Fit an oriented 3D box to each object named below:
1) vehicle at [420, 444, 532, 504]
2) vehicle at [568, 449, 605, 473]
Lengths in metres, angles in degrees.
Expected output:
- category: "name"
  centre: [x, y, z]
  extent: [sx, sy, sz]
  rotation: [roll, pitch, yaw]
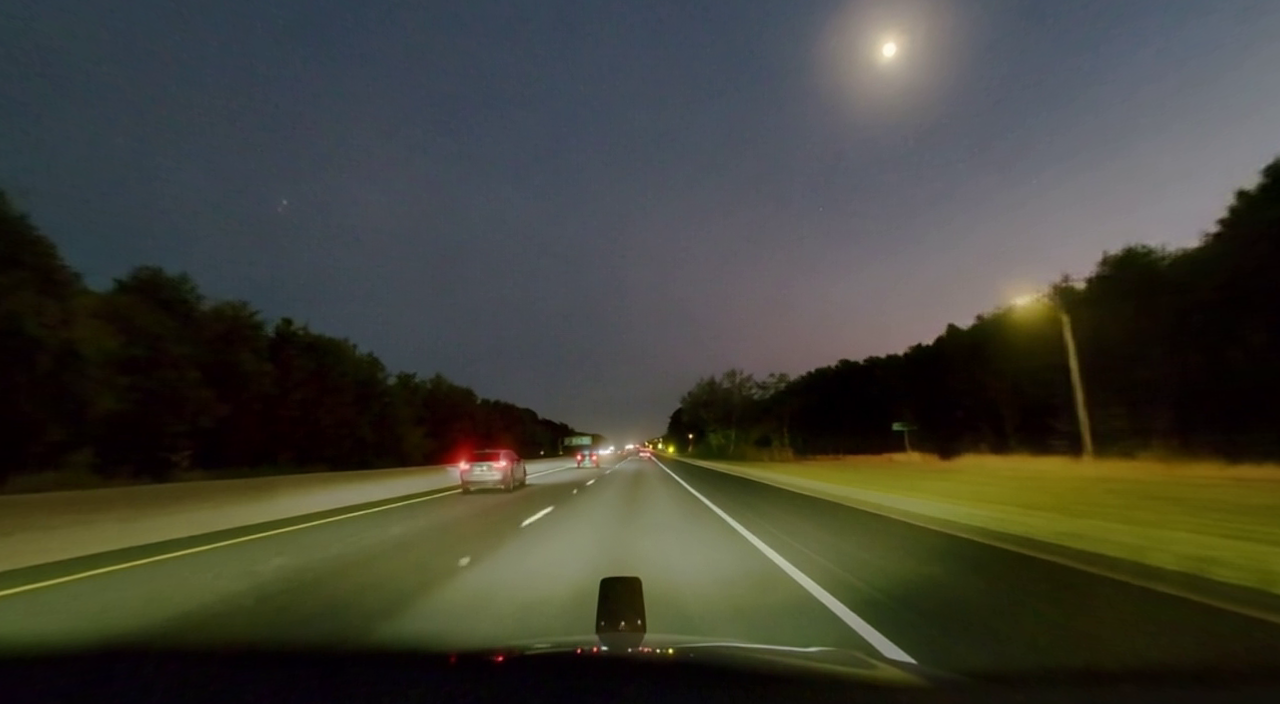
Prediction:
- category: "vehicle"
  centre: [-4.571, 3.472, 18.385]
  extent: [1.975, 1.501, 4.603]
  rotation: [0, -9, 1]
- category: "vehicle"
  centre: [-3.403, 7.012, 40.743]
  extent: [2.005, 1.474, 3.921]
  rotation: [0, -9, 1]
